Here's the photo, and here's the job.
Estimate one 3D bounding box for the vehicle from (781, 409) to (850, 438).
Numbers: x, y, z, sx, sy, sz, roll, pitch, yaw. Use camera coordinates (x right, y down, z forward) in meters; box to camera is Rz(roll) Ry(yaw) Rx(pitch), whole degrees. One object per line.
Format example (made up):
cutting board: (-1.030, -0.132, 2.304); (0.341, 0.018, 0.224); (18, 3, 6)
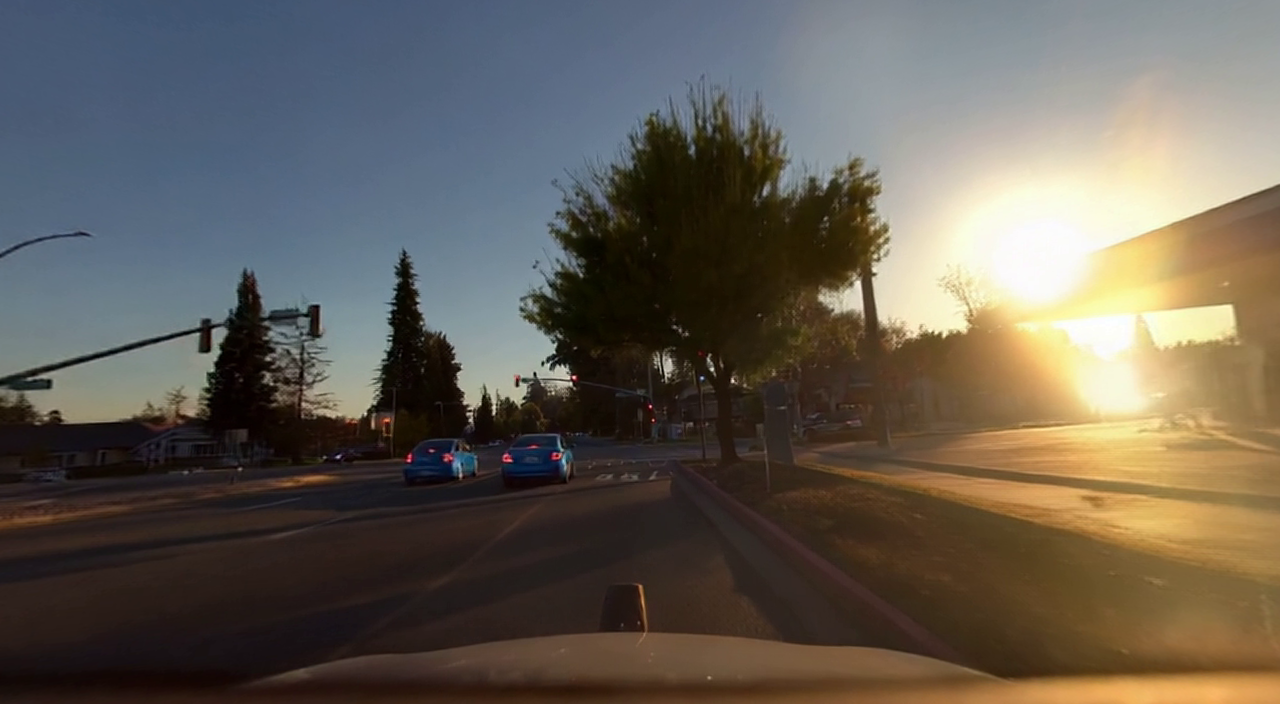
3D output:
vehicle: (13.024, 5.361, 47.056); (4.428, 1.501, 1.884); (-8, -8, -2)

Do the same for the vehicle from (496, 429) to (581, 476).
vehicle: (-3.366, 3.448, 21.879); (2.054, 1.449, 4.772); (-1, -8, 1)

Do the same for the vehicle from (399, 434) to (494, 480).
vehicle: (-6.690, 3.665, 22.356); (1.966, 1.439, 4.161); (-1, -8, 2)
